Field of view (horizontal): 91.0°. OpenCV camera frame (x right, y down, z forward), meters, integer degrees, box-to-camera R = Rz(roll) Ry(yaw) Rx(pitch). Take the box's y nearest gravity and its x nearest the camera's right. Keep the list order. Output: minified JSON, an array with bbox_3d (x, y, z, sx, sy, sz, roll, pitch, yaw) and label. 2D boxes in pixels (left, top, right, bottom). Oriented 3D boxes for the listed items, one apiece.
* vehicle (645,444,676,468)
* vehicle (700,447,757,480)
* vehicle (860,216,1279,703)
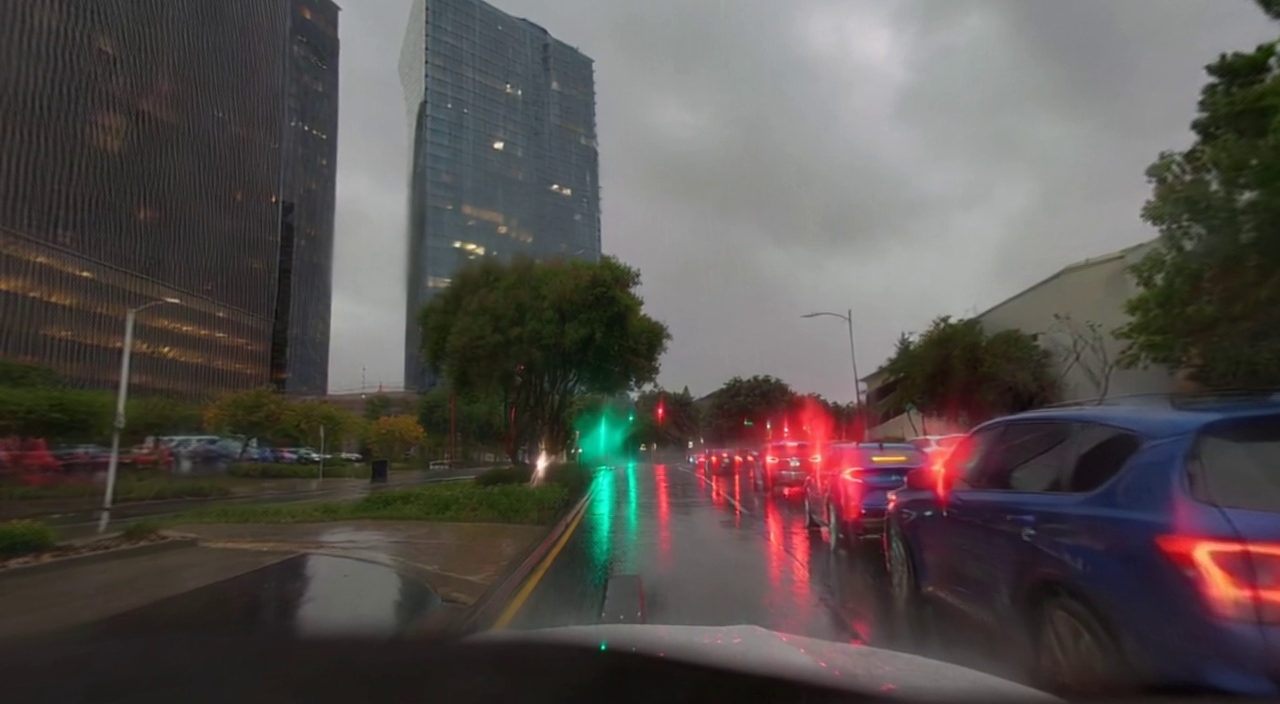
[{"bbox_3d":[1.667,8.014,48.719,2.121,1.728,4.161,-1,-9,6],"label":"vehicle"},{"bbox_3d":[4.331,5.499,31.360,2.183,1.553,3.923,0,-9,-1],"label":"vehicle"},{"bbox_3d":[2.469,0.884,2.715,2.092,1.703,4.870,-2,-9,11],"label":"vehicle"}]
